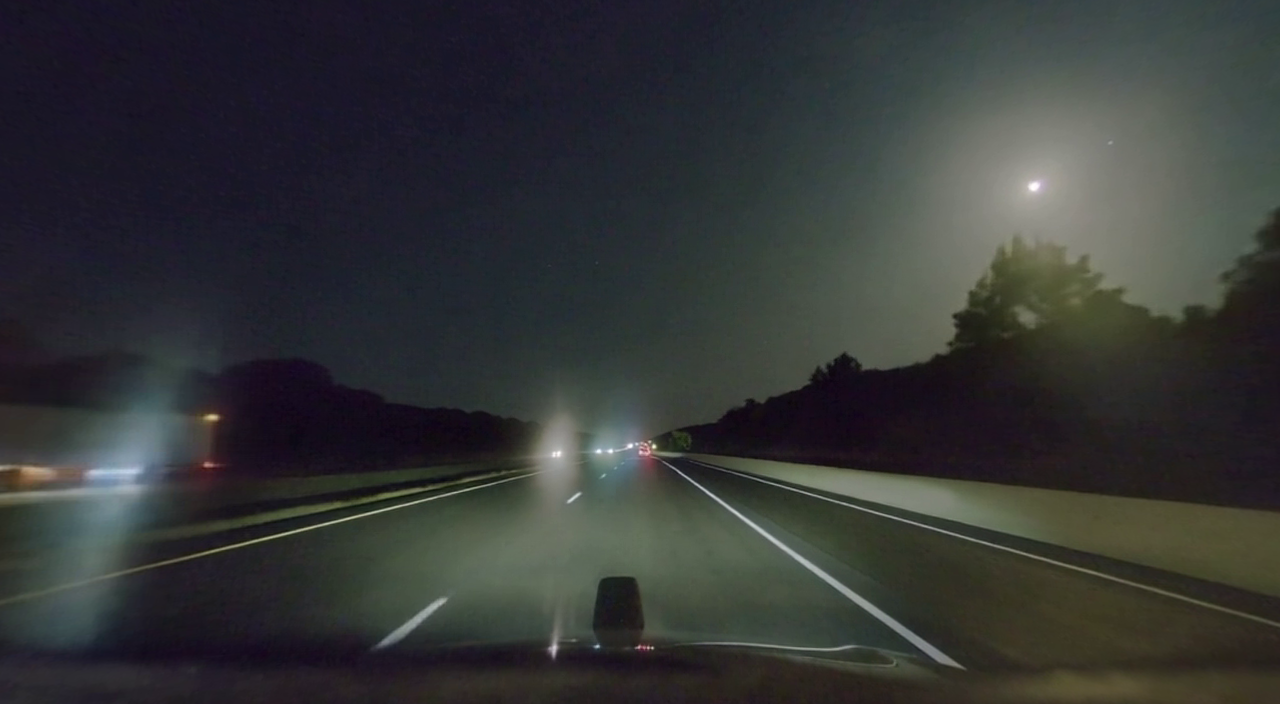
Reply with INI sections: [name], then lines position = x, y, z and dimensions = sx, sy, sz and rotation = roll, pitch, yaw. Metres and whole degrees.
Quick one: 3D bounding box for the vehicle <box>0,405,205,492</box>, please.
[vehicle]
position = -32.730, 5.644, 36.706
dimensions = 2.970, 4.217, 16.310
rotation = 0, -9, 0
